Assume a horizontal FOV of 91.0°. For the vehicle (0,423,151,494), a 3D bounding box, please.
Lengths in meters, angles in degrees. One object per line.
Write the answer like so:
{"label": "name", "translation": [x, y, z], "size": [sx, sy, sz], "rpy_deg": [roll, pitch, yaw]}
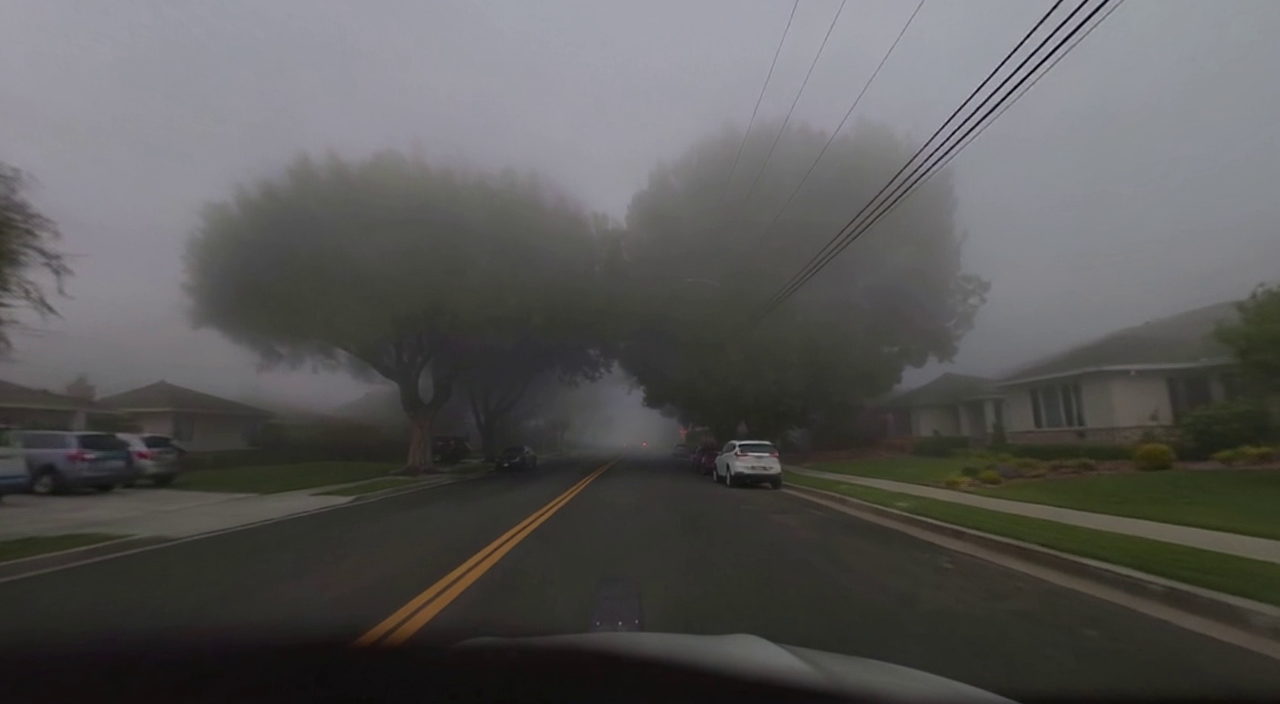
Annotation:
{"label": "vehicle", "translation": [-15.509, 2.691, 16.013], "size": [4.369, 1.671, 1.990], "rpy_deg": [0, -8, -3]}

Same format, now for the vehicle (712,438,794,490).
{"label": "vehicle", "translation": [3.707, 3.748, 21.494], "size": [1.917, 1.569, 4.460], "rpy_deg": [0, -8, -1]}

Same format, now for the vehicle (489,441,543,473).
{"label": "vehicle", "translation": [-6.531, 5.556, 33.687], "size": [1.985, 1.497, 4.655], "rpy_deg": [-2, -8, -1]}

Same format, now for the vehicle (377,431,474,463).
{"label": "vehicle", "translation": [-14.347, 6.385, 42.337], "size": [5.681, 2.094, 2.344], "rpy_deg": [0, -8, 1]}
